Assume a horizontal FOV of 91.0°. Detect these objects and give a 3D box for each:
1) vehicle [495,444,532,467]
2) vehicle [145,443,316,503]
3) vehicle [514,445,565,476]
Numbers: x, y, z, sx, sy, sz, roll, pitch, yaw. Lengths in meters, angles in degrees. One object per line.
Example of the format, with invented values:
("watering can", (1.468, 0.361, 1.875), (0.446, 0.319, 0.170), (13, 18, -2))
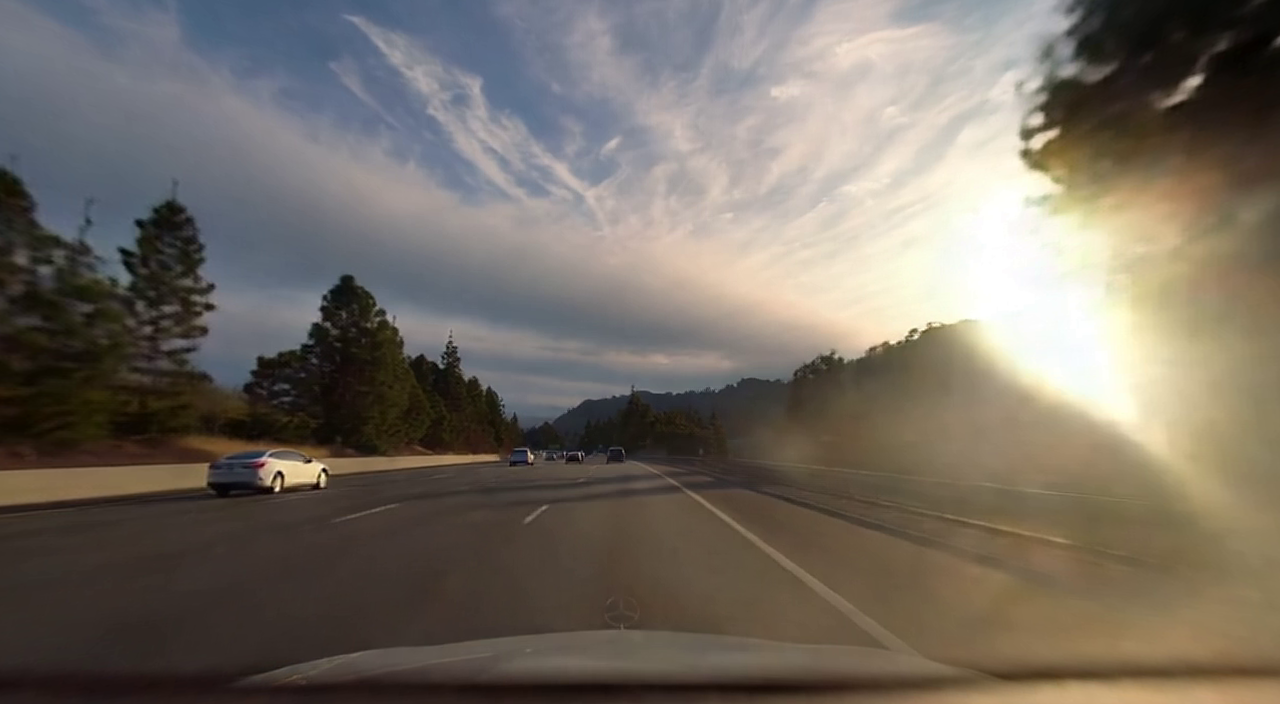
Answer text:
("vehicle", (-9.406, 7.691, 47.033), (2.015, 1.608, 4.294), (0, -9, -2))
("vehicle", (-11.582, 3.431, 18.322), (1.960, 1.487, 4.593), (0, -9, -1))
("vehicle", (-5.077, 5.556, 32.323), (2.120, 1.458, 4.031), (0, -9, -3))
